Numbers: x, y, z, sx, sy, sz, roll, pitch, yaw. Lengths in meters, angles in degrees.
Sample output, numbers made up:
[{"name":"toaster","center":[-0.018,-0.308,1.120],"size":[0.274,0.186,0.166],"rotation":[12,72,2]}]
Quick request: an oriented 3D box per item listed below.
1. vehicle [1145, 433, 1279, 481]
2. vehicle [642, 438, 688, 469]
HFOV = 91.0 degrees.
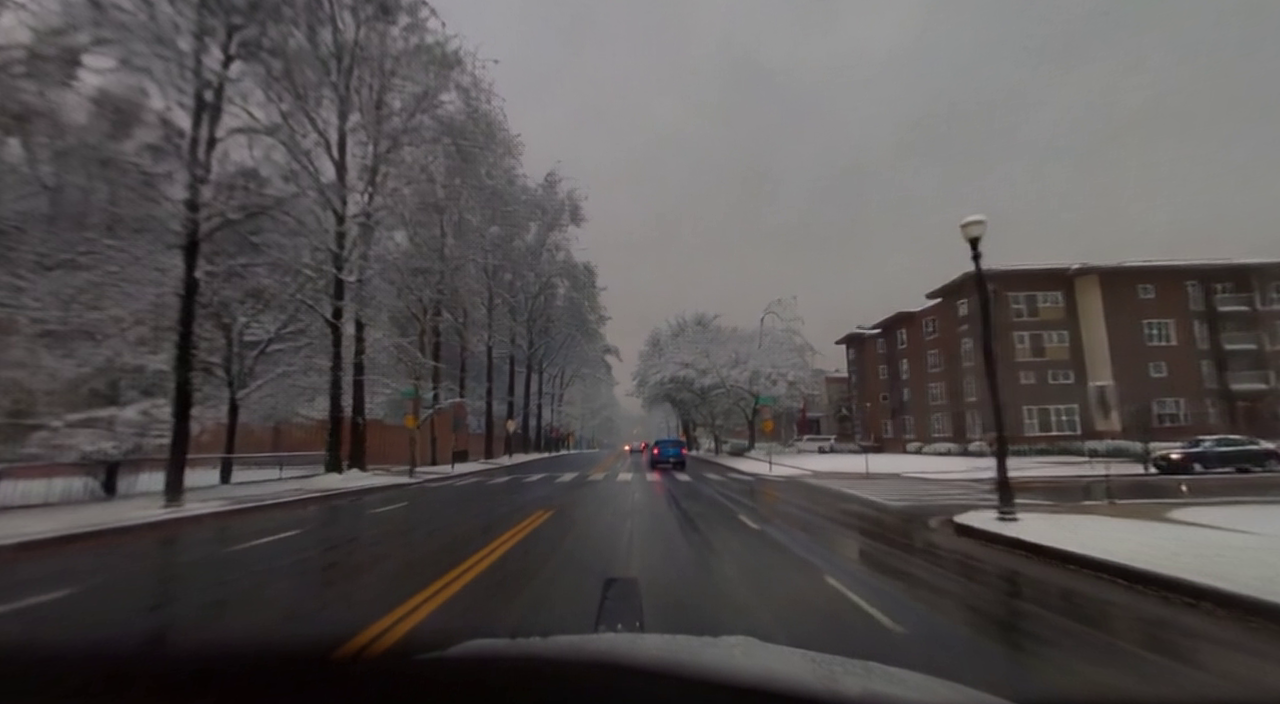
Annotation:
[{"name":"vehicle","center":[23.956,4.256,25.703],"size":[4.676,1.775,2.085],"rotation":[-2,-9,2]},{"name":"vehicle","center":[1.396,5.889,36.733],"size":[1.981,1.703,3.691],"rotation":[1,-9,-8]}]
